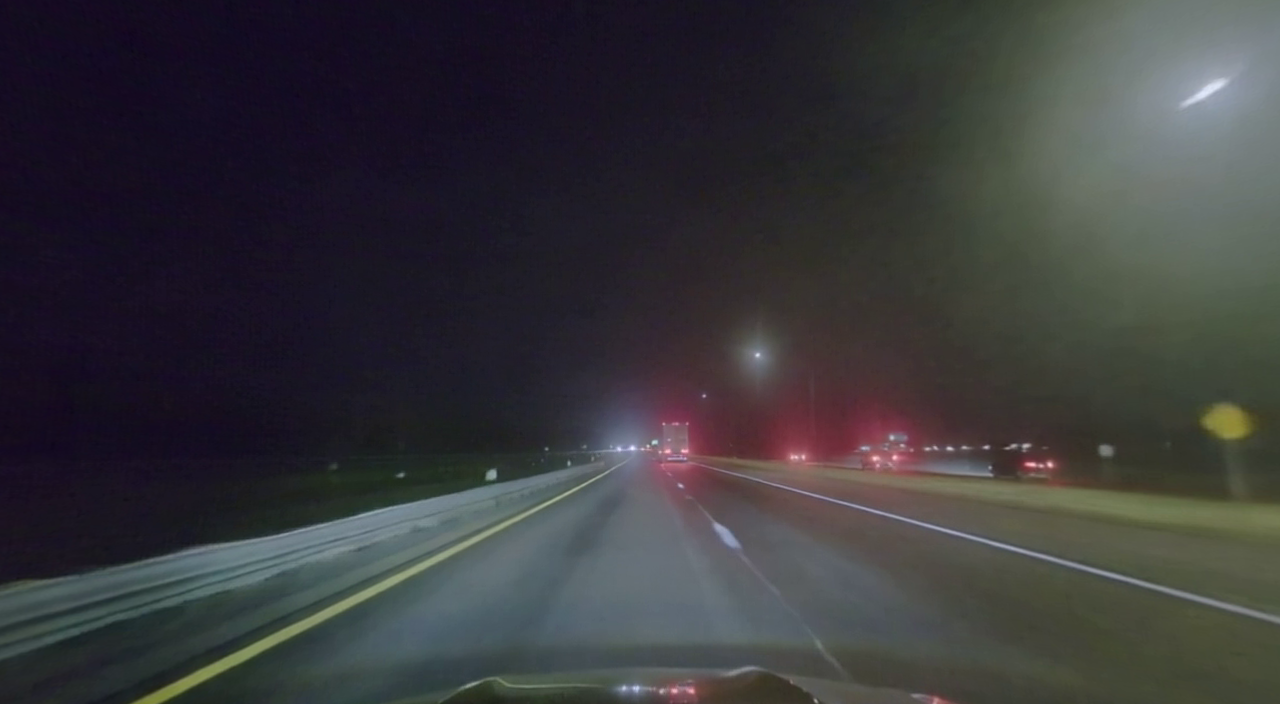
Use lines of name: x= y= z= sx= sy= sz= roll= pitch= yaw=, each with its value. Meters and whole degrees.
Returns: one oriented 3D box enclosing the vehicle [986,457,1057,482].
vehicle: x=25.375 y=7.822 z=42.099 sx=1.836 sy=1.499 sz=3.936 roll=1 pitch=-9 yaw=-9
